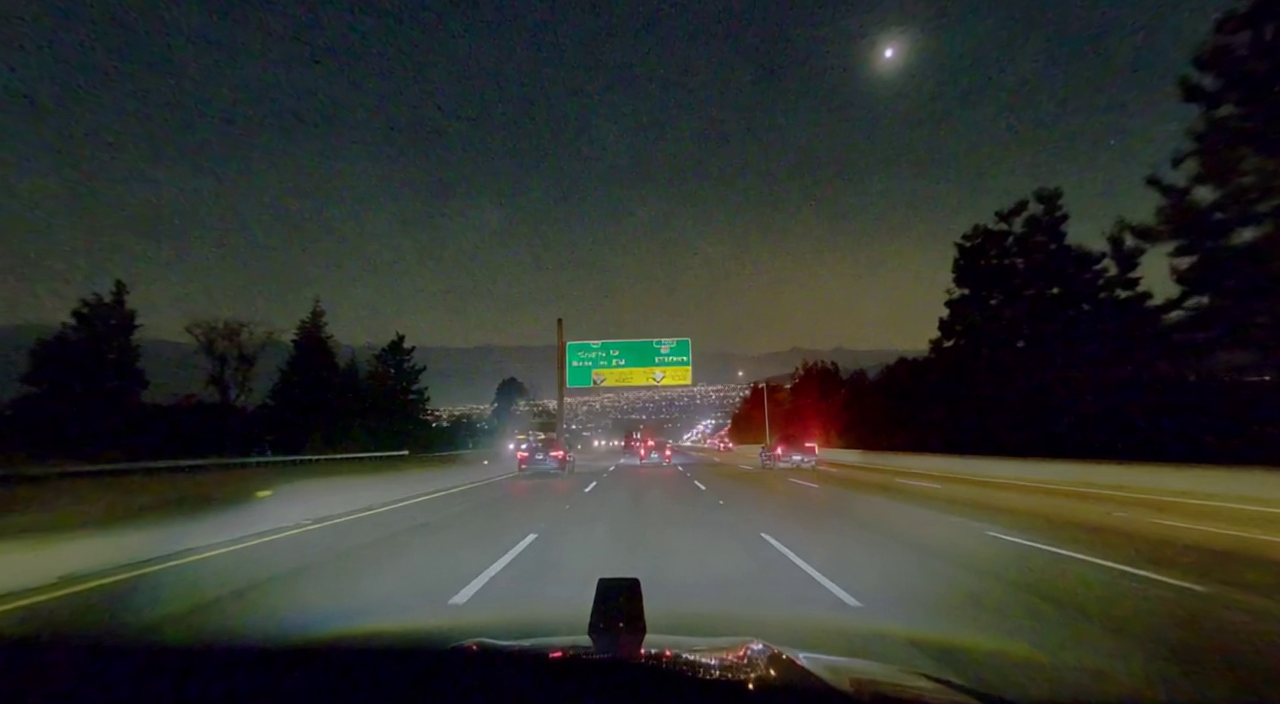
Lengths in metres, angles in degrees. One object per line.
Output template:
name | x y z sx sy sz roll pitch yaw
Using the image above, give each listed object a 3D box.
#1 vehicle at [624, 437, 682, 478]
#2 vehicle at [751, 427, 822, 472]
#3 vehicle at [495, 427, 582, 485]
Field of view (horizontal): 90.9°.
vehicle | 0.490 4.105 24.776 2.071 1.464 4.162 0 -9 0
vehicle | 6.826 4.632 30.011 2.094 1.916 5.099 0 -9 0
vehicle | -3.259 3.485 21.296 2.140 1.720 4.410 0 -9 1
